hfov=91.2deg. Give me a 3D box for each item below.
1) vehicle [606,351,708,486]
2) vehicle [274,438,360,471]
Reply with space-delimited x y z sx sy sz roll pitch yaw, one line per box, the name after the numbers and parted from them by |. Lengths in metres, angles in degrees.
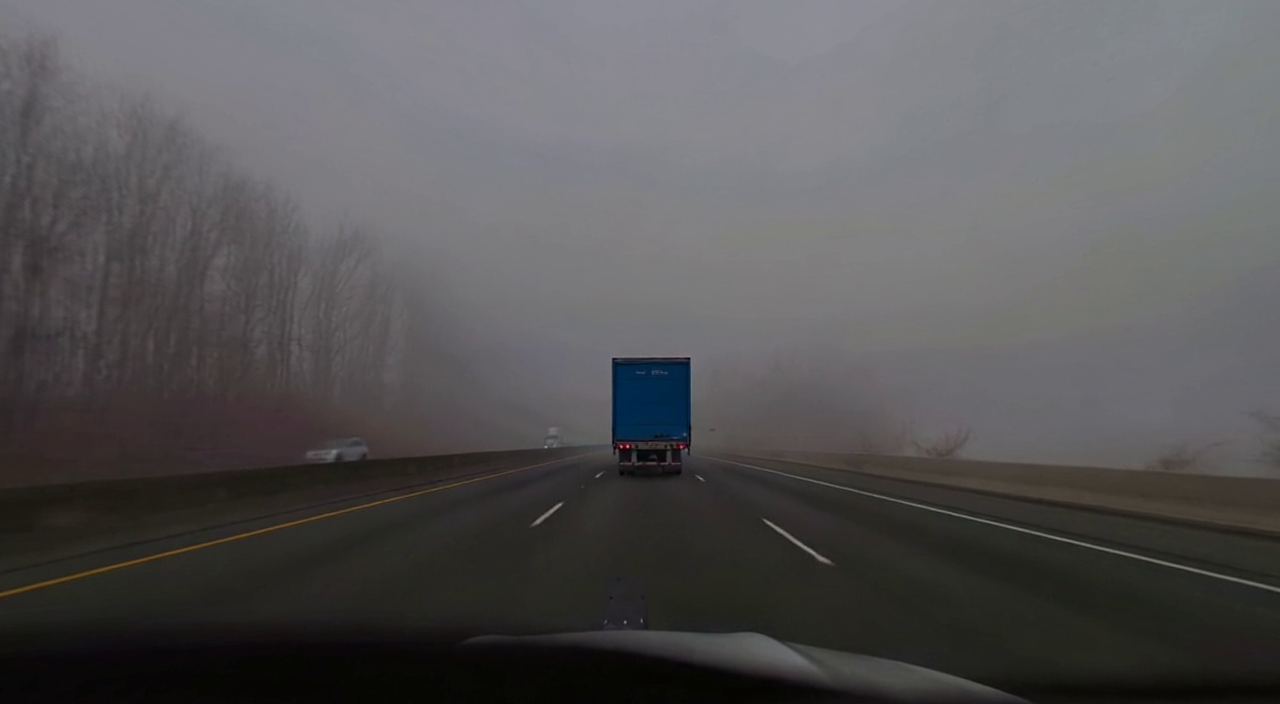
0.502 2.710 23.986 3.010 4.039 10.481 0 -8 0 | vehicle
-16.791 5.345 32.922 2.022 1.612 4.535 0 -8 1 | vehicle
